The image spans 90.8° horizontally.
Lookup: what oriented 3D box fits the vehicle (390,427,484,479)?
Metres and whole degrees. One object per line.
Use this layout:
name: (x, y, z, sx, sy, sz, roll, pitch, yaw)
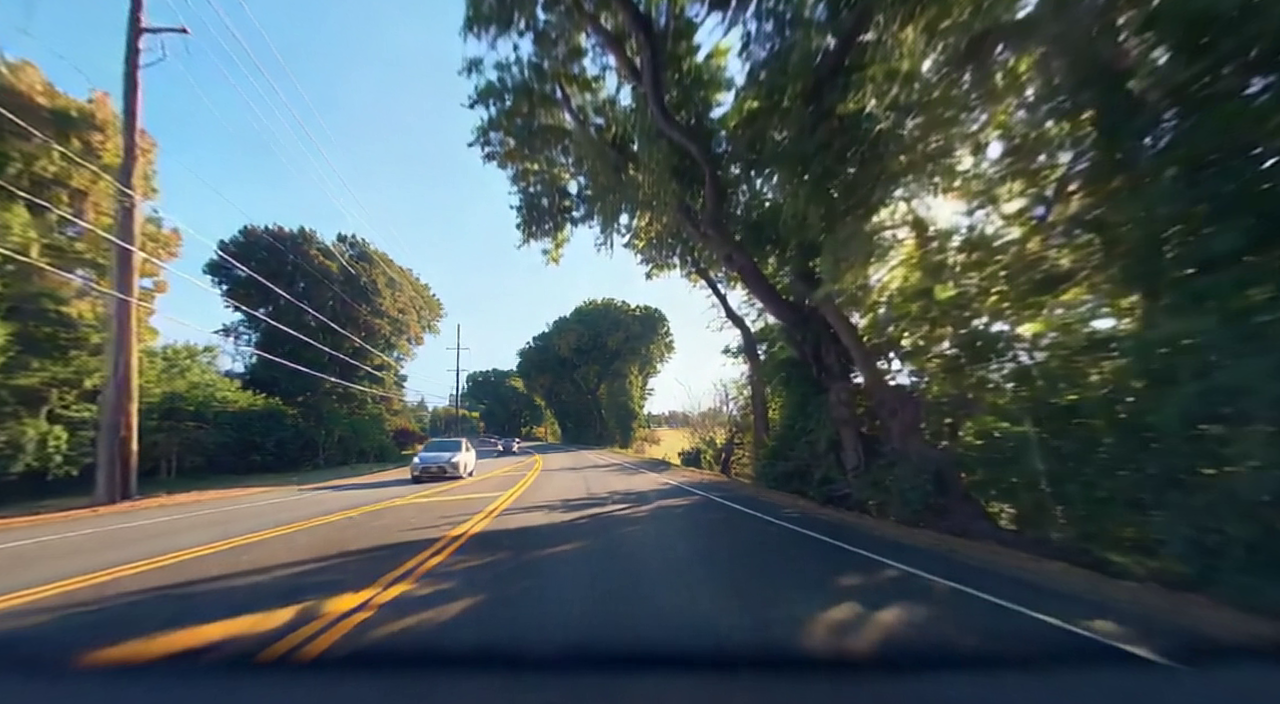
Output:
vehicle: (-8.354, 4.217, 26.711, 2.397, 1.932, 5.703, 1, -8, -4)
